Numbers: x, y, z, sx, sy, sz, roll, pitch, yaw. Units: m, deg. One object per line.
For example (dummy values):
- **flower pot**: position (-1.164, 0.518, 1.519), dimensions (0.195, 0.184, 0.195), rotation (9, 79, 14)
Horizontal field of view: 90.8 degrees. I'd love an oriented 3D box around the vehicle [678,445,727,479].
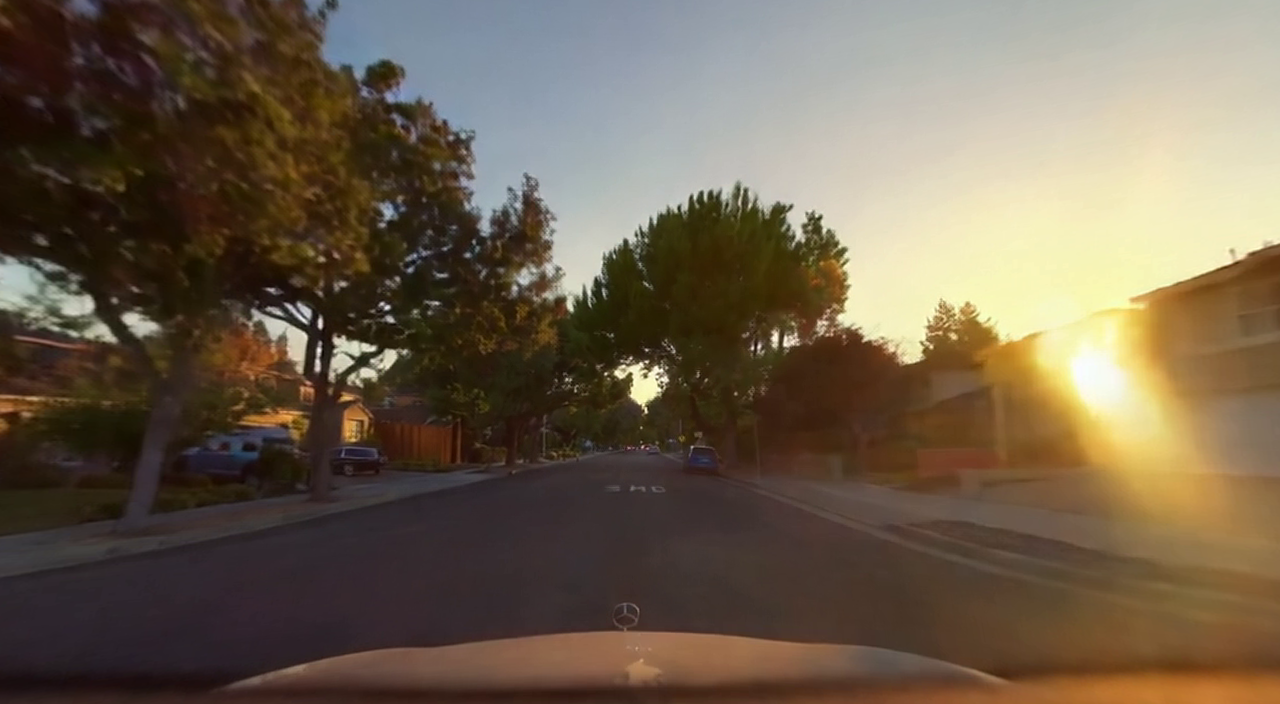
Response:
- **vehicle**: position (3.139, 5.616, 32.522), dimensions (2.114, 1.633, 4.042), rotation (0, -9, 0)
